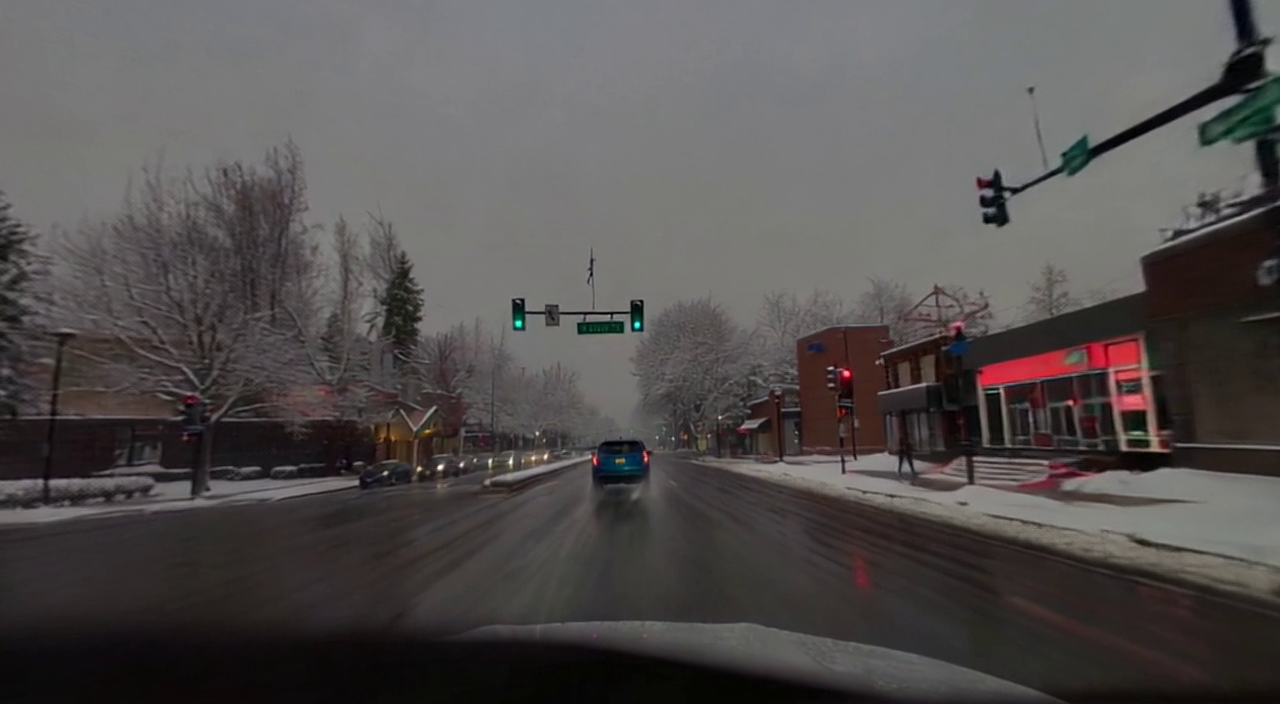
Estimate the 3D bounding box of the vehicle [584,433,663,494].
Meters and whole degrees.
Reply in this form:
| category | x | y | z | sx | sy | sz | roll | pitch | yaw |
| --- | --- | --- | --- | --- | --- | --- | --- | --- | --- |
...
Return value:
| category | x | y | z | sx | sy | sz | roll | pitch | yaw |
| --- | --- | --- | --- | --- | --- | --- | --- | --- | --- |
| vehicle | -0.511 | 3.691 | 21.300 | 2.382 | 1.796 | 4.610 | 0 | -8 | 0 |

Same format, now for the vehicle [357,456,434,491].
| category | x | y | z | sx | sy | sz | roll | pitch | yaw |
| --- | --- | --- | --- | --- | --- | --- | --- | --- | --- |
| vehicle | -11.687 | 5.807 | 30.544 | 1.972 | 1.475 | 4.381 | 0 | -8 | 0 |

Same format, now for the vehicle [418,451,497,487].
| category | x | y | z | sx | sy | sz | roll | pitch | yaw |
| --- | --- | --- | --- | --- | --- | --- | --- | --- | --- |
| vehicle | -8.234 | 5.315 | 29.044 | 2.152 | 1.468 | 4.737 | 0 | -8 | 1 |
